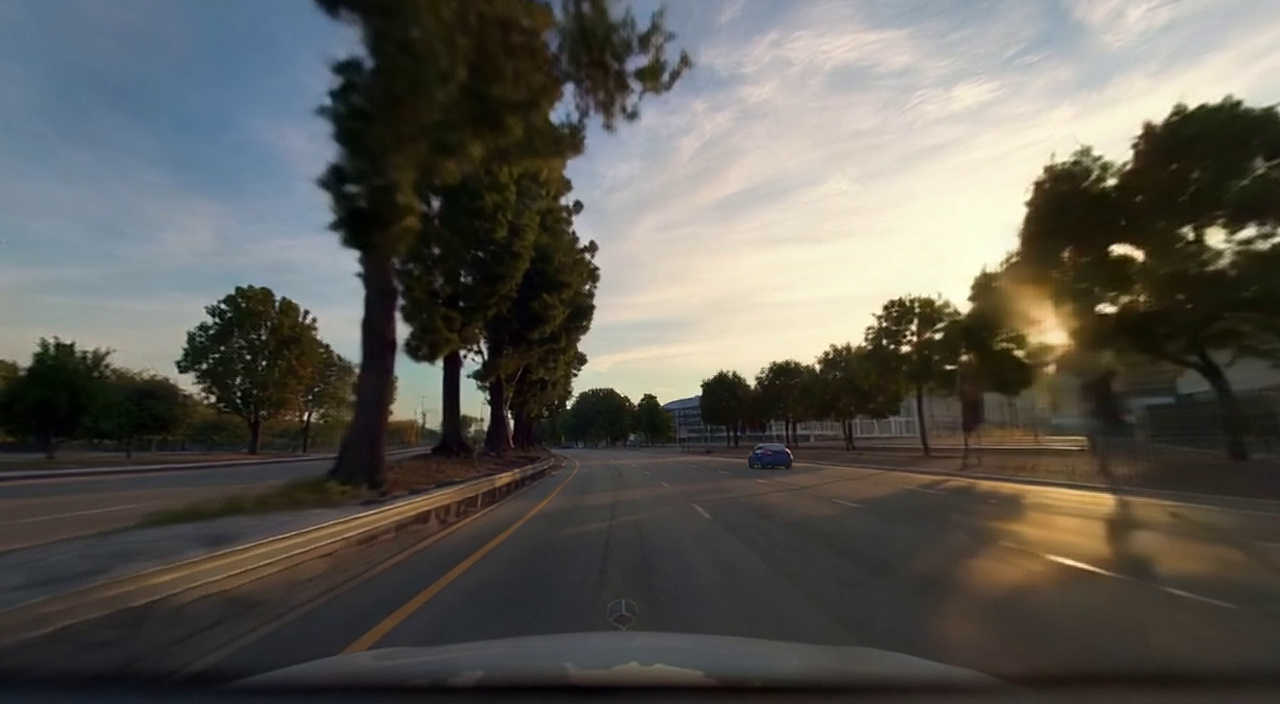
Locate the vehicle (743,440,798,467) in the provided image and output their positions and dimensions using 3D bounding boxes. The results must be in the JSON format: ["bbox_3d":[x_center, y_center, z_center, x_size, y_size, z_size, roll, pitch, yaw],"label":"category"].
[{"bbox_3d":[7.566,5.925,37.002,1.908,1.483,4.474,1,-9,-6],"label":"vehicle"}]
